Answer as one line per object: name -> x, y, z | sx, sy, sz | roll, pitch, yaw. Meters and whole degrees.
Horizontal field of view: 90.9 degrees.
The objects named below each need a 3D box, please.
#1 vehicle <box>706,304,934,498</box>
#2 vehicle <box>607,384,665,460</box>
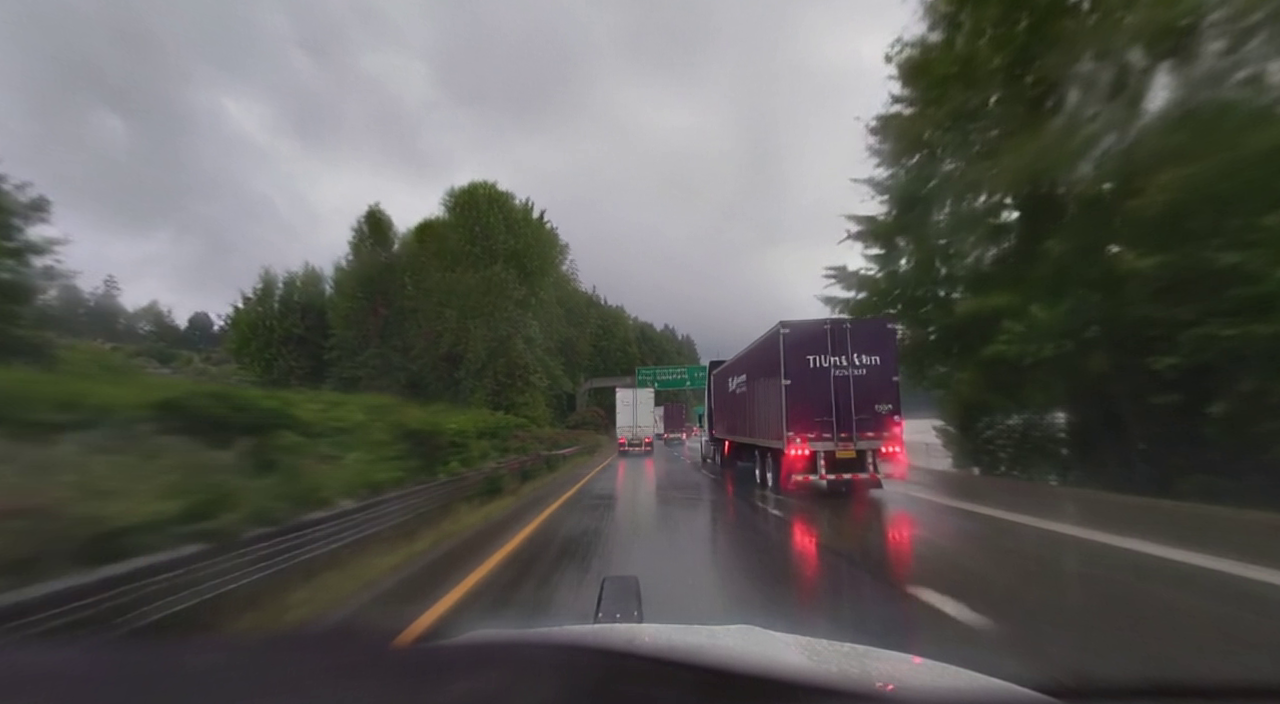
vehicle -> 4.562, 1.985, 20.712 | 2.856, 4.145, 14.500 | 0, -8, -2
vehicle -> -0.294, 4.305, 37.809 | 2.958, 3.917, 10.196 | 0, -8, -1
